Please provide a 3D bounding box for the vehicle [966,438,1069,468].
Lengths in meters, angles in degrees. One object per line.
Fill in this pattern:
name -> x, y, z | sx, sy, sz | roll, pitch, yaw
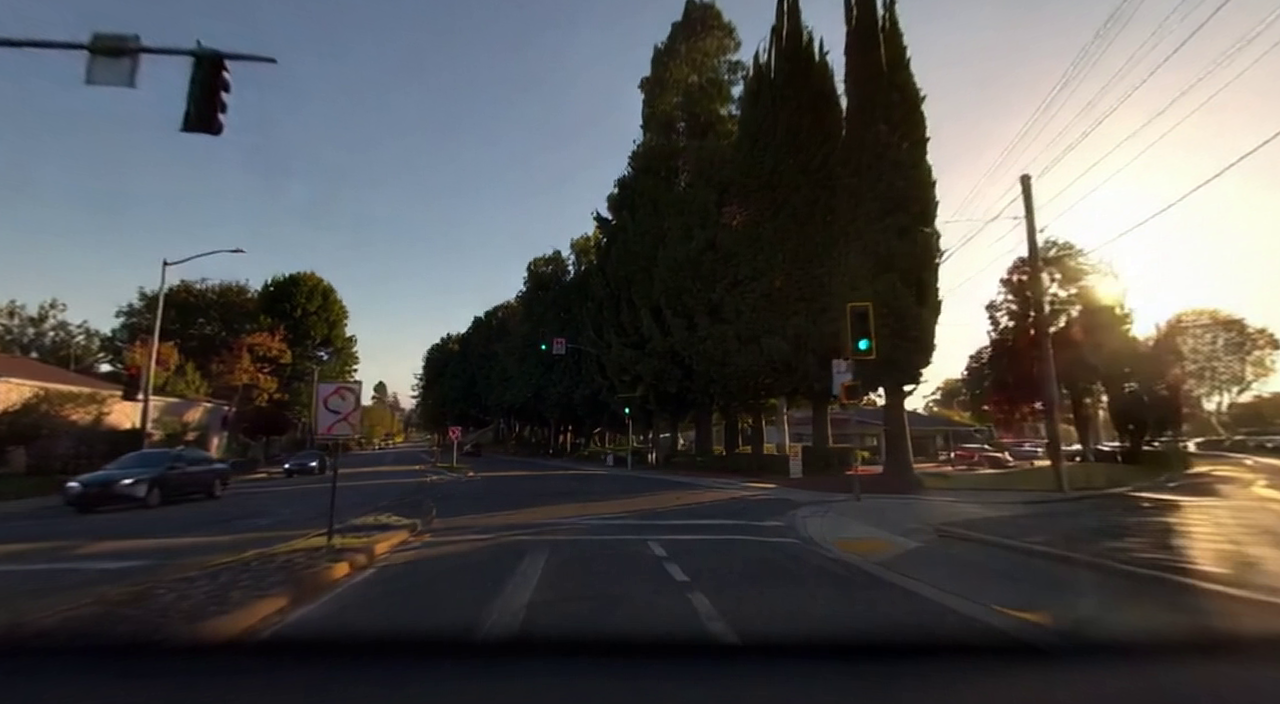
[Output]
vehicle -> 21.774, 5.836, 36.625 | 4.544, 1.630, 2.055 | -1, -9, 10

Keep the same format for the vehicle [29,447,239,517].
vehicle -> -12.596, 3.191, 16.233 | 2.207, 1.503, 4.561 | 2, -9, -10

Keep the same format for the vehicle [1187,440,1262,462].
vehicle -> 43.348, 7.390, 46.982 | 1.784, 1.476, 4.371 | 1, -9, 6

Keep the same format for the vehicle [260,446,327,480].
vehicle -> -16.537, 5.281, 30.403 | 2.105, 1.510, 4.218 | 3, -9, -19

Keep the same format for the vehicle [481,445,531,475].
vehicle -> -7.457, 5.924, 34.889 | 2.094, 1.500, 3.682 | 3, -9, -20

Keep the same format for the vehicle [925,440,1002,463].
vehicle -> 23.477, 7.253, 46.005 | 4.508, 1.535, 2.035 | 0, -9, 9
